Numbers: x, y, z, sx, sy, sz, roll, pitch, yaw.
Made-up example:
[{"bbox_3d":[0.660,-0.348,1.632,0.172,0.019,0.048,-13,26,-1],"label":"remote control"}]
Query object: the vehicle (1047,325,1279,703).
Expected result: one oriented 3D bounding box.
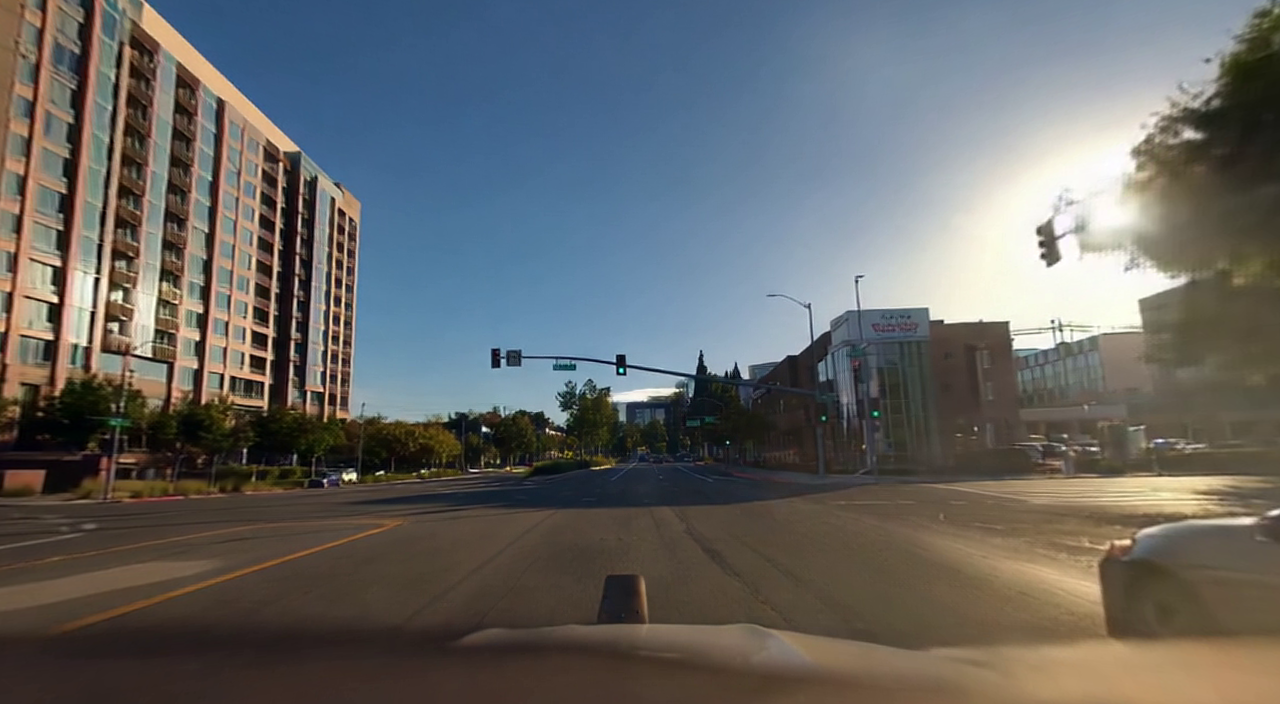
[{"bbox_3d":[3.158,0.596,0.934,1.973,1.697,4.377,0,-8,-4],"label":"vehicle"}]
